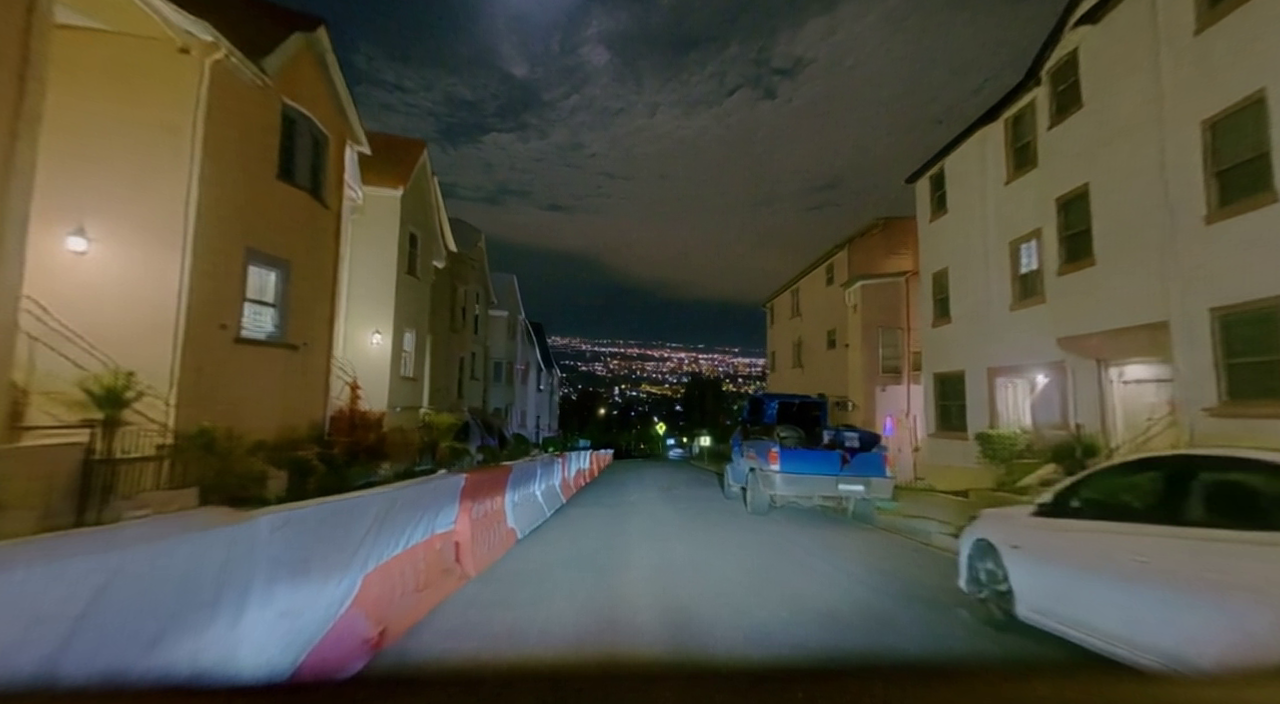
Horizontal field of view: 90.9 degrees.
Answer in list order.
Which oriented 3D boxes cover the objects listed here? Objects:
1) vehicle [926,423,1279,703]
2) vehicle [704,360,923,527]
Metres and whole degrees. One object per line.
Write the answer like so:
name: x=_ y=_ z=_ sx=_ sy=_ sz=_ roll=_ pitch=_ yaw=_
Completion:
vehicle: x=3.302 y=1.149 z=3.226 sx=1.821 sy=1.530 sz=3.846 roll=0 pitch=-8 yaw=-1
vehicle: x=3.243 y=1.940 z=13.796 sx=2.879 sy=2.801 sz=6.142 roll=0 pitch=-8 yaw=-2
